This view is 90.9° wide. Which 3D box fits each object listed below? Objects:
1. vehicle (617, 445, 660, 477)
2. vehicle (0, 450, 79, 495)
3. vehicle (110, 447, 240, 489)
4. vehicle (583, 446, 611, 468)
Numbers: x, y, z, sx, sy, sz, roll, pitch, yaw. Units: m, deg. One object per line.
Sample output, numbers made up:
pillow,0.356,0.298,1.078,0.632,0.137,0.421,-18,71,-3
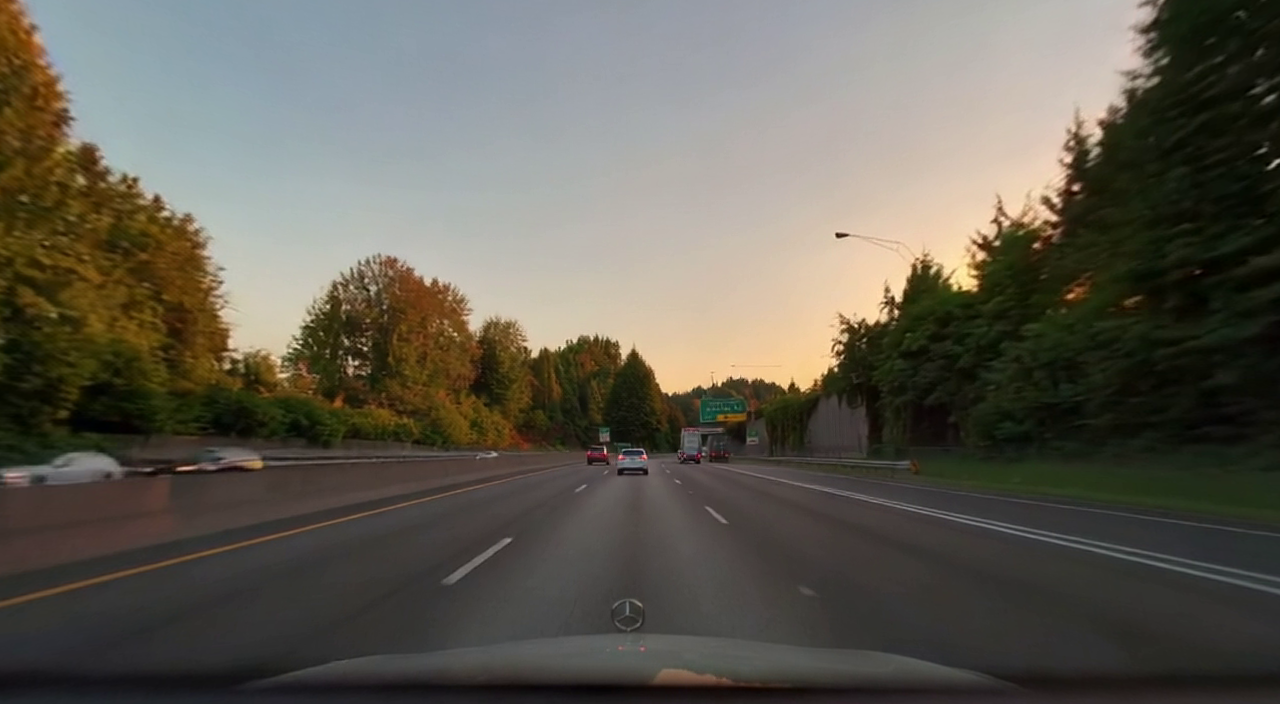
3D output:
vehicle,-0.069,5.453,31.713,2.035,1.513,4.272,0,-9,0
vehicle,-21.469,4.027,21.164,1.760,1.408,3.672,-1,-9,2
vehicle,-17.635,4.385,24.180,1.816,1.444,3.962,-1,-9,2
vehicle,-3.234,7.964,47.996,1.874,1.555,3.487,0,-9,0
